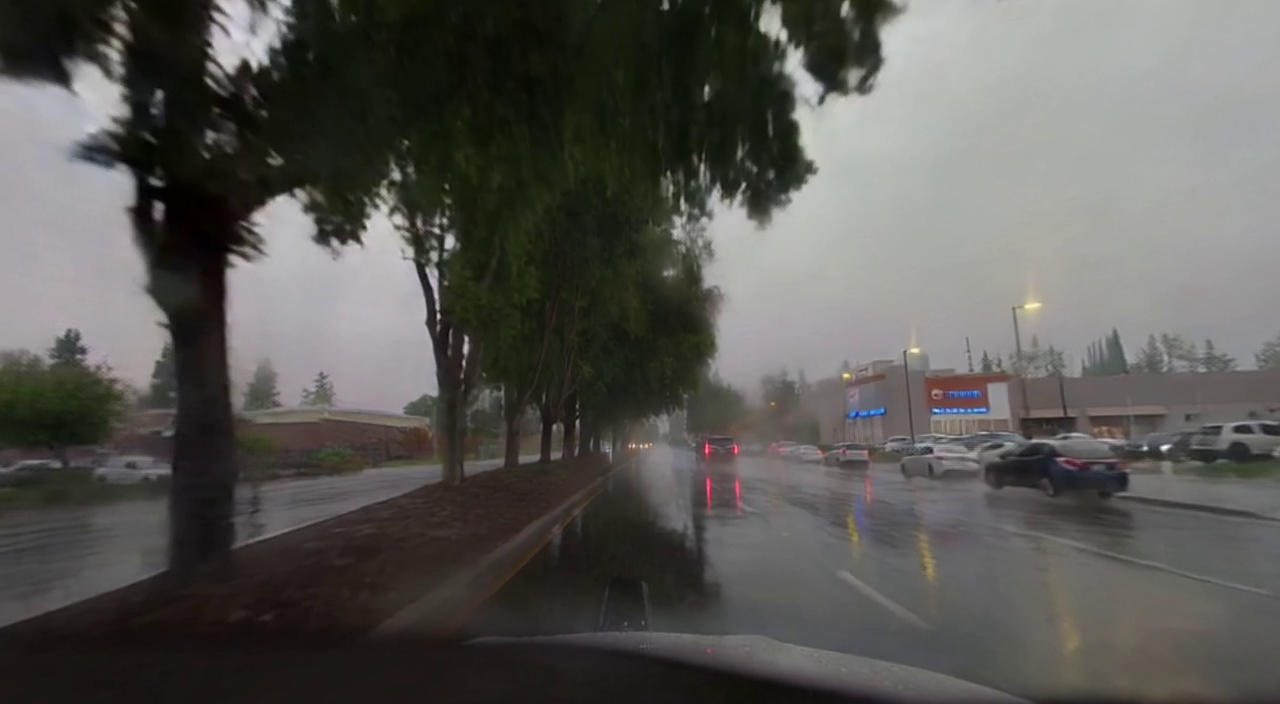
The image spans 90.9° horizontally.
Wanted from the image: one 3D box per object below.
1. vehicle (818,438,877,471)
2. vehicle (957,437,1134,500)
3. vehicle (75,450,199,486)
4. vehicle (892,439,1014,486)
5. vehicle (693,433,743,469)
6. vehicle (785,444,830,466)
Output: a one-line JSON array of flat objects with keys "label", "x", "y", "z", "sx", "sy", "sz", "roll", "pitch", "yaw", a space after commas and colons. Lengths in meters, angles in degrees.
[{"label": "vehicle", "x": 11.092, "y": 5.512, "z": 33.999, "sx": 1.958, "sy": 1.654, "sz": 4.258, "roll": -1, "pitch": -9, "yaw": 4}, {"label": "vehicle", "x": 10.766, "y": 3.111, "z": 17.225, "sx": 1.842, "sy": 1.474, "sz": 4.456, "roll": 0, "pitch": -9, "yaw": 0}, {"label": "vehicle", "x": -27.185, "y": 6.275, "z": 34.201, "sx": 4.874, "sy": 1.859, "sz": 2.019, "roll": 0, "pitch": -9, "yaw": -3}, {"label": "vehicle", "x": 10.944, "y": 3.892, "z": 22.515, "sx": 1.894, "sy": 1.469, "sz": 4.730, "roll": 0, "pitch": -8, "yaw": -1}, {"label": "vehicle", "x": 4.229, "y": 5.461, "z": 34.879, "sx": 2.183, "sy": 1.845, "sz": 4.482, "roll": 0, "pitch": -9, "yaw": 0}, {"label": "vehicle", "x": 11.247, "y": 6.921, "z": 42.548, "sx": 1.824, "sy": 1.364, "sz": 4.238, "roll": 0, "pitch": -9, "yaw": 0}]
